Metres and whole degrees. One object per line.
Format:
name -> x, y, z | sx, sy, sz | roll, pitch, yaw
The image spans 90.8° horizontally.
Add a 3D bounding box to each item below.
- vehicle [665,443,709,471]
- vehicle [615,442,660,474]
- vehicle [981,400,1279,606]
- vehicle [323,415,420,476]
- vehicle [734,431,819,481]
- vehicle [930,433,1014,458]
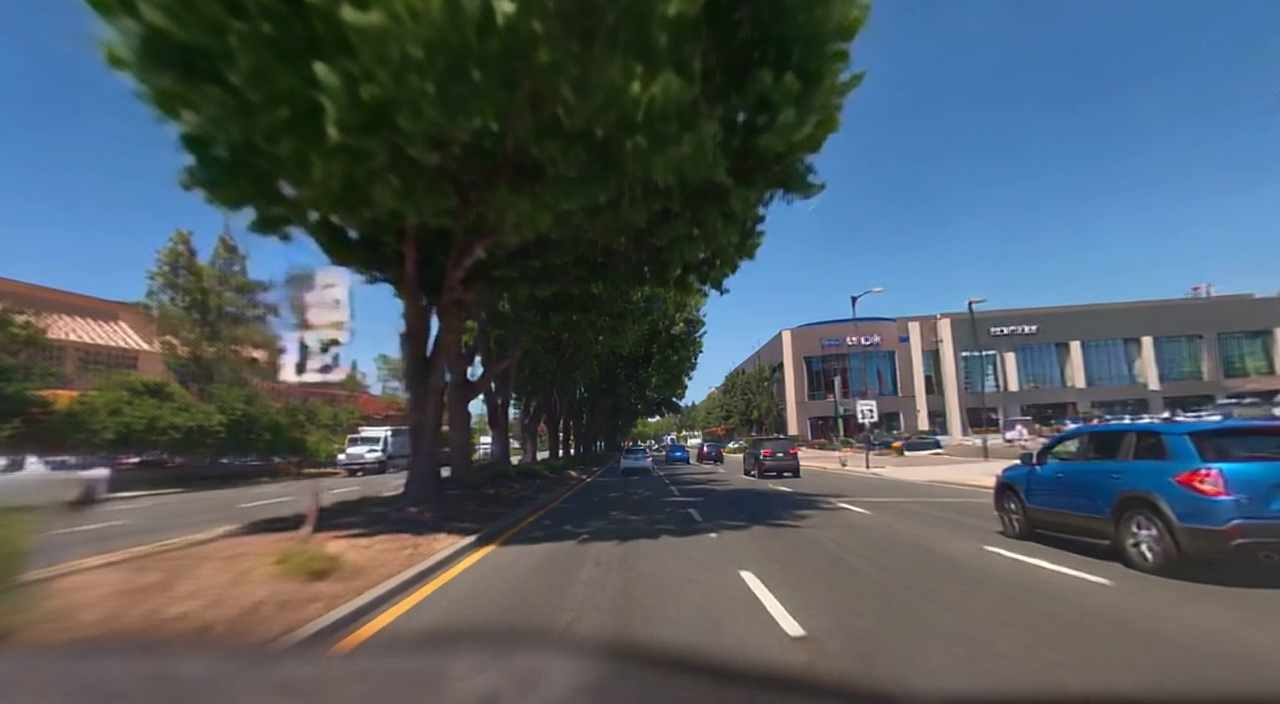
vehicle -> 2.469, 5.614, 34.044 | 1.970, 1.402, 3.756 | 0, -8, -2
vehicle -> -0.152, 5.182, 31.159 | 2.056, 1.440, 3.798 | 0, -8, -1
vehicle -> 6.106, 1.524, 7.263 | 1.949, 1.647, 4.261 | 0, -8, 0
vehicle -> -19.421, 6.855, 46.523 | 2.999, 4.017, 8.806 | -1, -8, 2
vehicle -> 5.331, 4.126, 25.361 | 2.140, 1.811, 4.593 | 0, -8, -3
vehicle -> 20.570, 5.808, 39.238 | 4.083, 1.441, 2.008 | 0, -8, -1
